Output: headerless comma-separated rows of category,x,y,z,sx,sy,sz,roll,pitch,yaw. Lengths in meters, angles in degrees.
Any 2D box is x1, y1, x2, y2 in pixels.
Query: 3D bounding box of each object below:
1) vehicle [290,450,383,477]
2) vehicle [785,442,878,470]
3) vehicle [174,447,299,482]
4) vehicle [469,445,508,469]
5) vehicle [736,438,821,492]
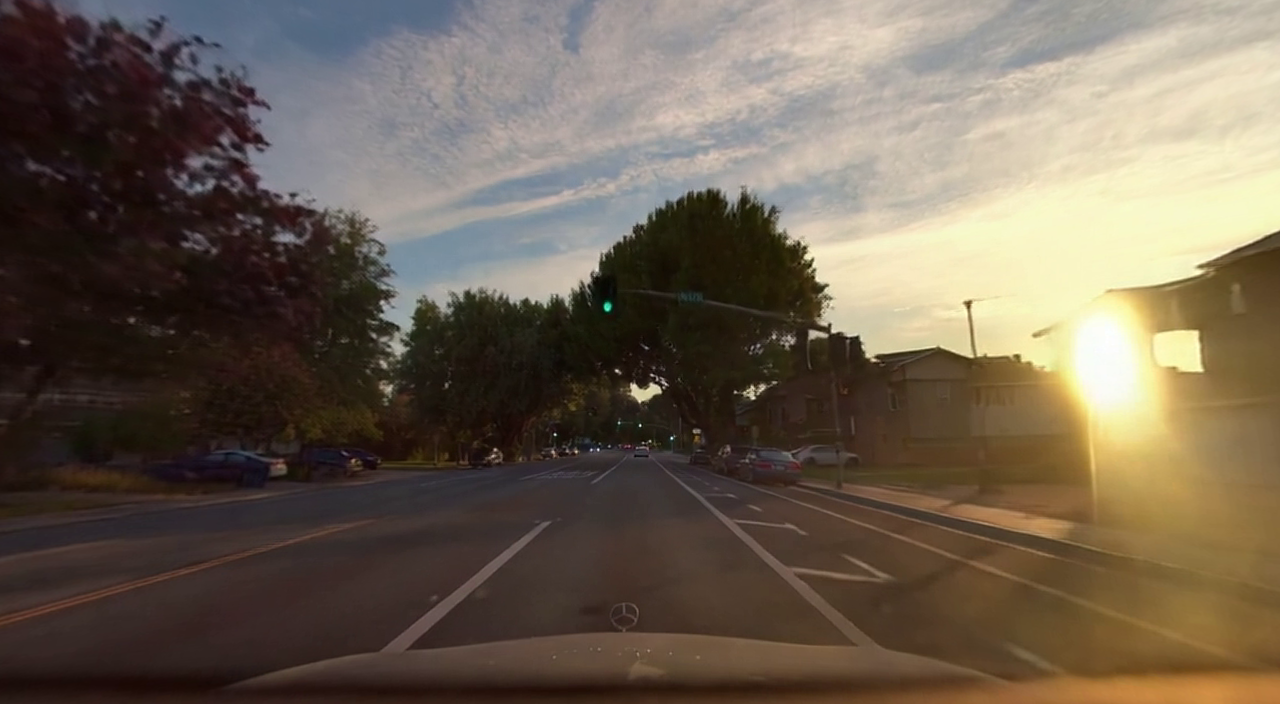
vehicle,-17.634,6.494,36.731,4.349,1.457,1.997,0,-9,-1
vehicle,11.237,6.133,37.215,4.875,1.609,1.954,0,-9,1
vehicle,-18.158,5.058,28.460,4.355,1.482,1.794,0,-9,0
vehicle,-11.914,8.300,49.883,2.061,1.760,4.569,-1,-10,-1
vehicle,5.264,4.338,24.536,2.164,1.729,4.488,4,-9,-1
